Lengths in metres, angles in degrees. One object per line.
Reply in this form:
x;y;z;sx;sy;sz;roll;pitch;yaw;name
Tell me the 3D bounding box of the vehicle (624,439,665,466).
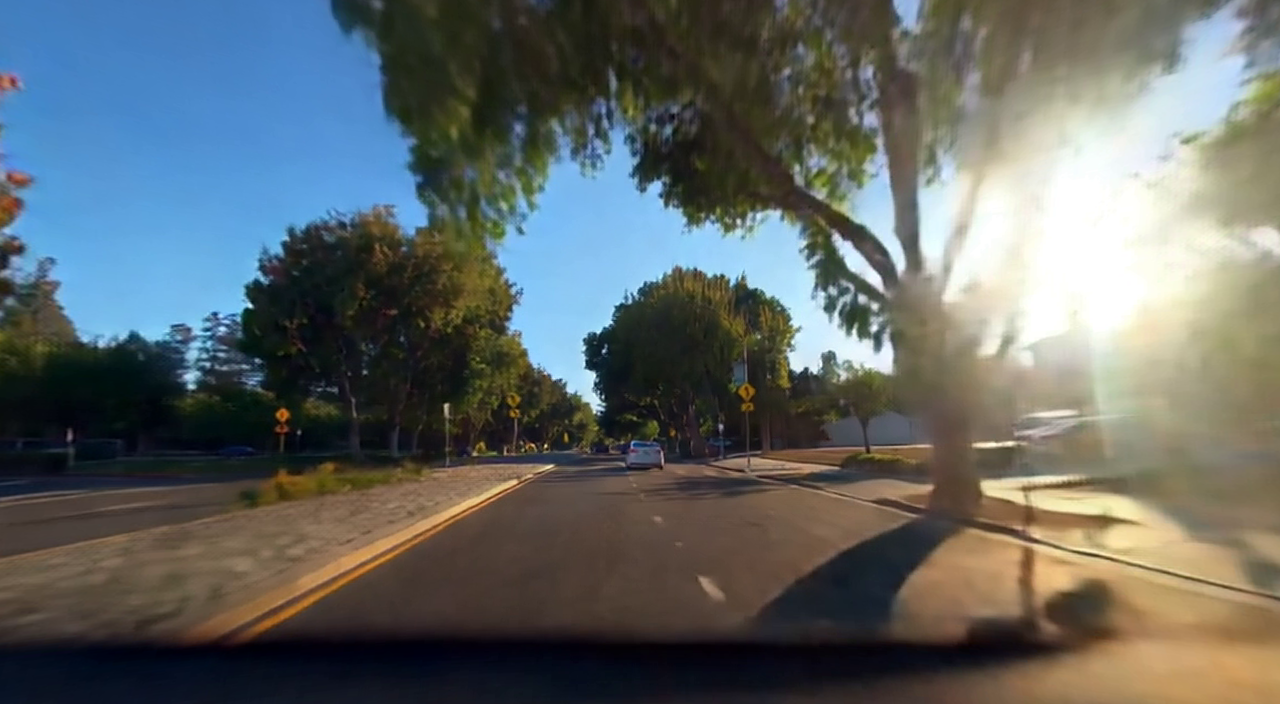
0.191;6.052;38.150;2.142;1.501;4.273;0;-8;-4;vehicle
